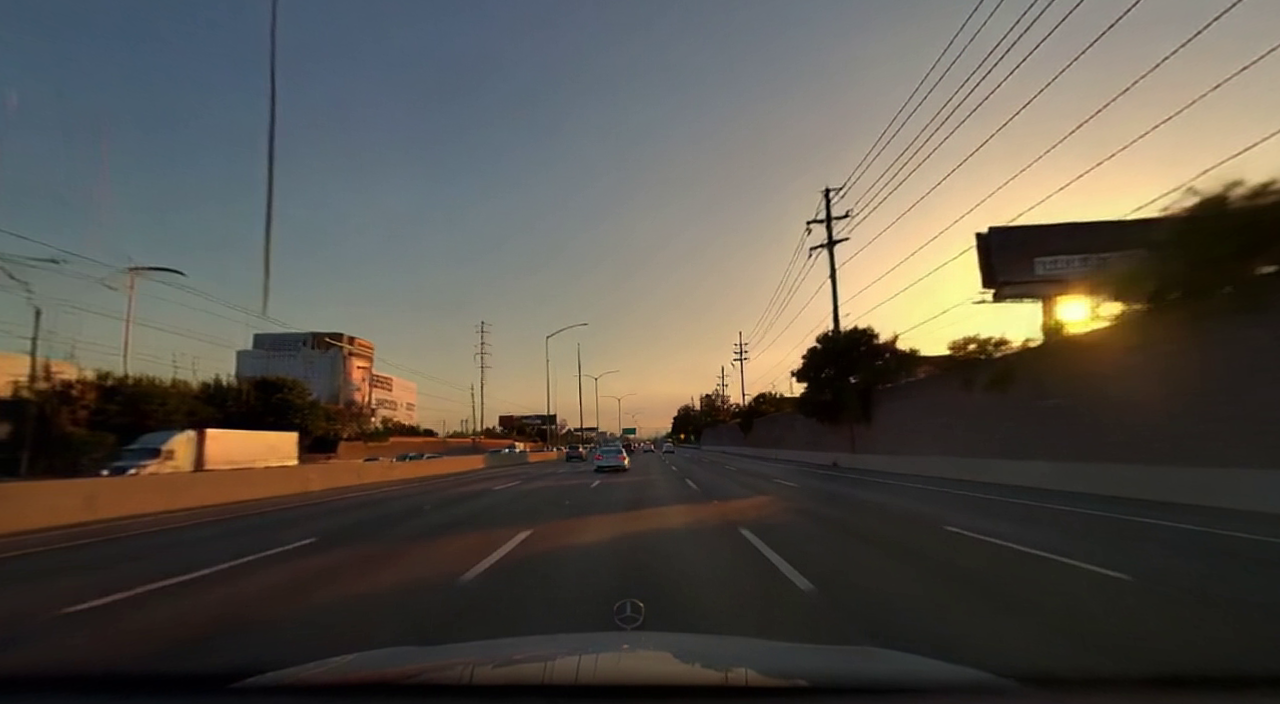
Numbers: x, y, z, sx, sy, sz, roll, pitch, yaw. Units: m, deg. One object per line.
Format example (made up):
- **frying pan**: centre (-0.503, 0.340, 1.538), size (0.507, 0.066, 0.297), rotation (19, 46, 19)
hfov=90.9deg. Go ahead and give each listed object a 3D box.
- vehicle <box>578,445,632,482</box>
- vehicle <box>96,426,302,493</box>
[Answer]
- **vehicle**: centre (-1.424, 4.719, 27.017), size (1.891, 1.444, 3.968), rotation (-1, -8, 3)
- **vehicle**: centre (-23.246, 5.703, 34.569), size (2.956, 2.946, 11.348), rotation (-2, -8, 2)
